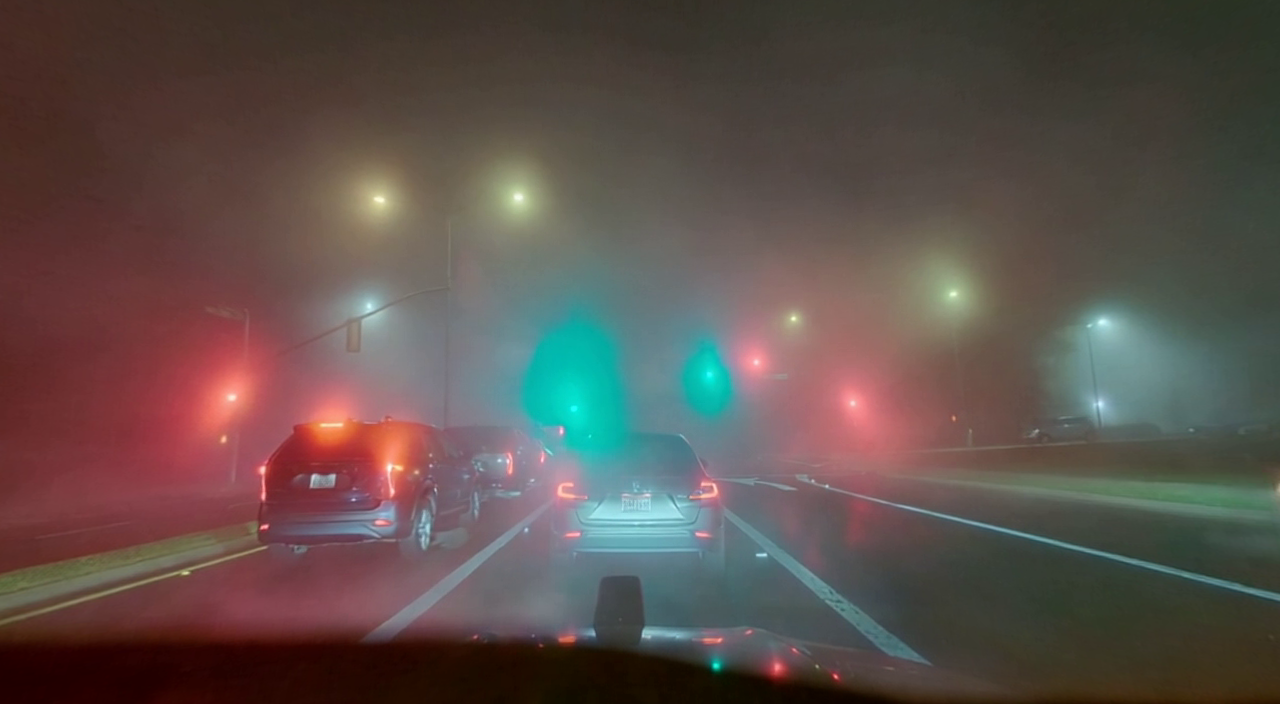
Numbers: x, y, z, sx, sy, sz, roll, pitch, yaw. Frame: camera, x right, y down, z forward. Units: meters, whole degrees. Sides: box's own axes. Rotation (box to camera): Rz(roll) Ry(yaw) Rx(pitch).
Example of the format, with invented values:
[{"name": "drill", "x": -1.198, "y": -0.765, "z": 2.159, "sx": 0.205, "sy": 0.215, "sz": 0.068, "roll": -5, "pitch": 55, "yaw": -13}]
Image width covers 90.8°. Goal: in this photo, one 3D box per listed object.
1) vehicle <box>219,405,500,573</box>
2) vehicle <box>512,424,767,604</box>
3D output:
[{"name": "vehicle", "x": -3.435, "y": 1.760, "z": 8.859, "sx": 2.046, "sy": 1.751, "sz": 4.208, "roll": 0, "pitch": -8, "yaw": -1}, {"name": "vehicle", "x": -0.063, "y": 1.644, "z": 7.323, "sx": 2.126, "sy": 1.475, "sz": 3.967, "roll": 0, "pitch": -8, "yaw": -2}]
